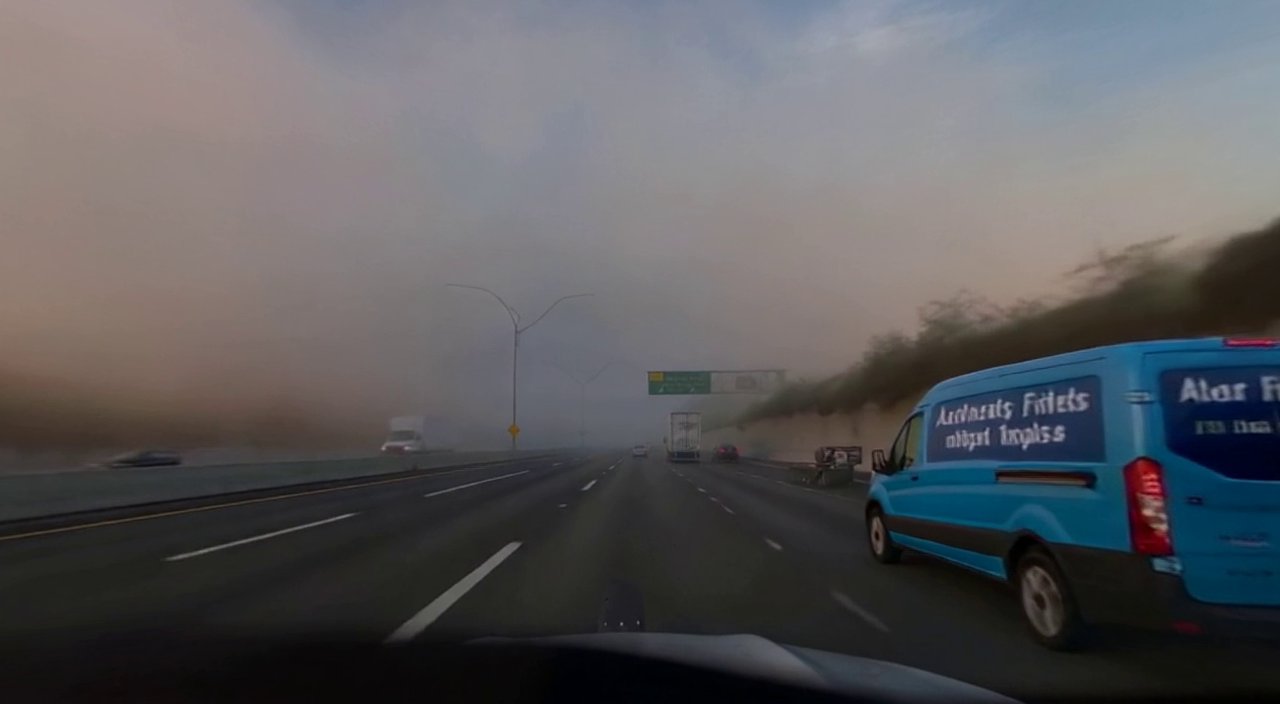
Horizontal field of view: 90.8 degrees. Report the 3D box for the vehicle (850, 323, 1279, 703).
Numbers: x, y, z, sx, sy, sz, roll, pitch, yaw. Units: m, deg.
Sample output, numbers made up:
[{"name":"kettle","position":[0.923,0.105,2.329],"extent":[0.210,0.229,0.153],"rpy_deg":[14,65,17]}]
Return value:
[{"name":"vehicle","position":[3.647,1.172,5.299],"extent":[2.035,1.931,4.841],"rpy_deg":[0,-8,-1]}]
